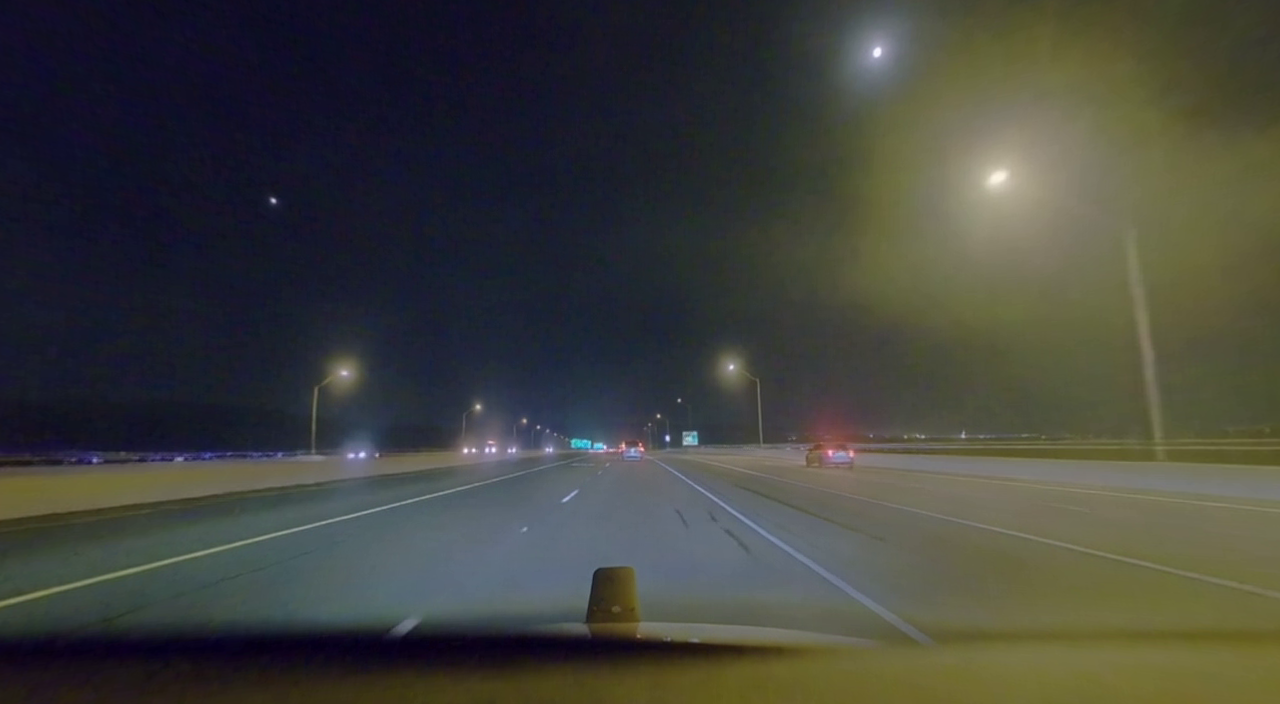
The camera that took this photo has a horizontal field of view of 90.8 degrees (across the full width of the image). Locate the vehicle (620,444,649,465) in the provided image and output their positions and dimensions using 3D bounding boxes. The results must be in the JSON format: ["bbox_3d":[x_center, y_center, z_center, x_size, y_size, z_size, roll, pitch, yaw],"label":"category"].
[{"bbox_3d":[-0.458,7.797,48.226,2.118,1.466,4.165,0,-8,-2],"label":"vehicle"}]
